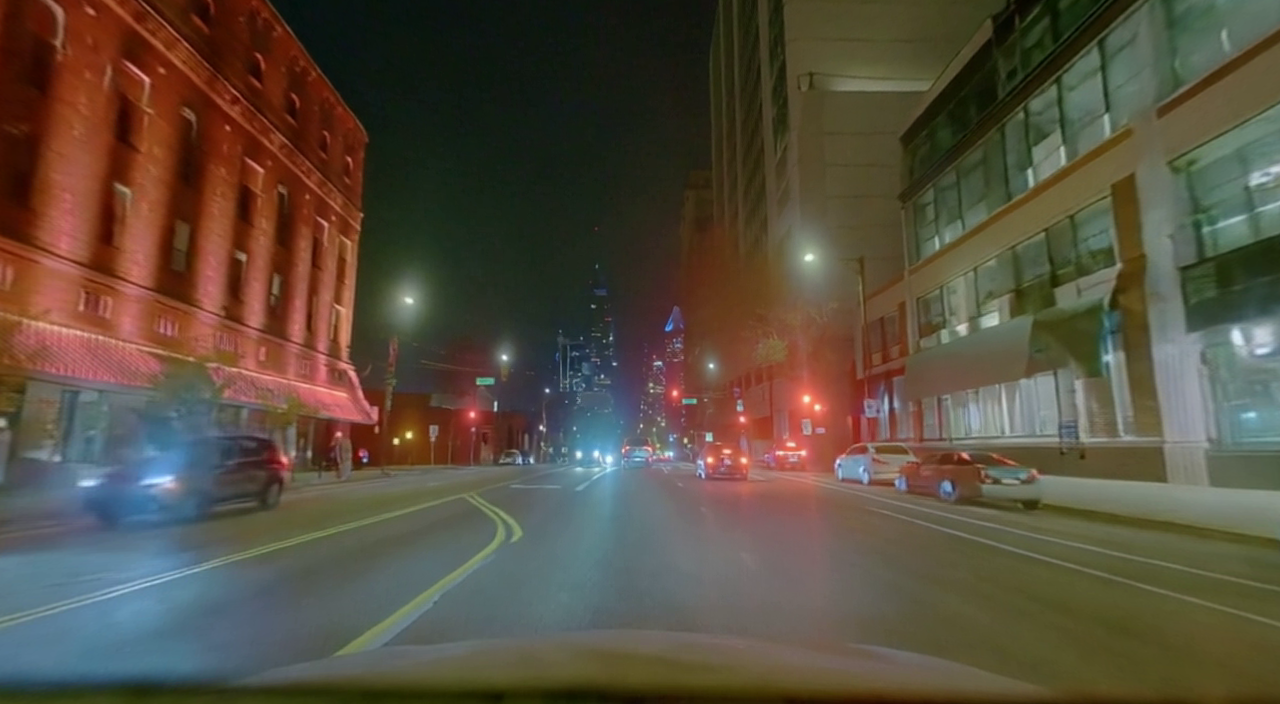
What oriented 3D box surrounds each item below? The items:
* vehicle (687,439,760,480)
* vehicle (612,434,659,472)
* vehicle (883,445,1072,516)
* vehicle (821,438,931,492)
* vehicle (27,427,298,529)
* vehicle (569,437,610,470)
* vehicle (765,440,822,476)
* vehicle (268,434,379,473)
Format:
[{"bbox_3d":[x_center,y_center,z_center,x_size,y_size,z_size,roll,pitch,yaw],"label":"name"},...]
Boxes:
[{"bbox_3d":[3.281,4.367,25.917,2.238,1.499,4.964,0,-8,-1],"label":"vehicle"},{"bbox_3d":[-0.228,5.339,33.453,2.329,1.842,4.537,0,-8,0],"label":"vehicle"},{"bbox_3d":[8.207,3.128,16.046,2.054,1.455,4.786,0,-8,-1],"label":"vehicle"},{"bbox_3d":[8.081,3.871,22.187,1.963,1.649,4.562,0,-8,-2],"label":"vehicle"},{"bbox_3d":[-9.795,2.594,13.642,2.212,1.784,4.626,0,-8,0],"label":"vehicle"},{"bbox_3d":[-2.960,6.039,37.843,2.297,1.812,4.244,0,-8,-3],"label":"vehicle"},{"bbox_3d":[8.106,5.608,33.879,1.959,1.719,4.538,1,-7,0],"label":"vehicle"},{"bbox_3d":[-23.531,7.600,47.250,6.679,2.794,2.850,0,-9,3],"label":"vehicle"}]
